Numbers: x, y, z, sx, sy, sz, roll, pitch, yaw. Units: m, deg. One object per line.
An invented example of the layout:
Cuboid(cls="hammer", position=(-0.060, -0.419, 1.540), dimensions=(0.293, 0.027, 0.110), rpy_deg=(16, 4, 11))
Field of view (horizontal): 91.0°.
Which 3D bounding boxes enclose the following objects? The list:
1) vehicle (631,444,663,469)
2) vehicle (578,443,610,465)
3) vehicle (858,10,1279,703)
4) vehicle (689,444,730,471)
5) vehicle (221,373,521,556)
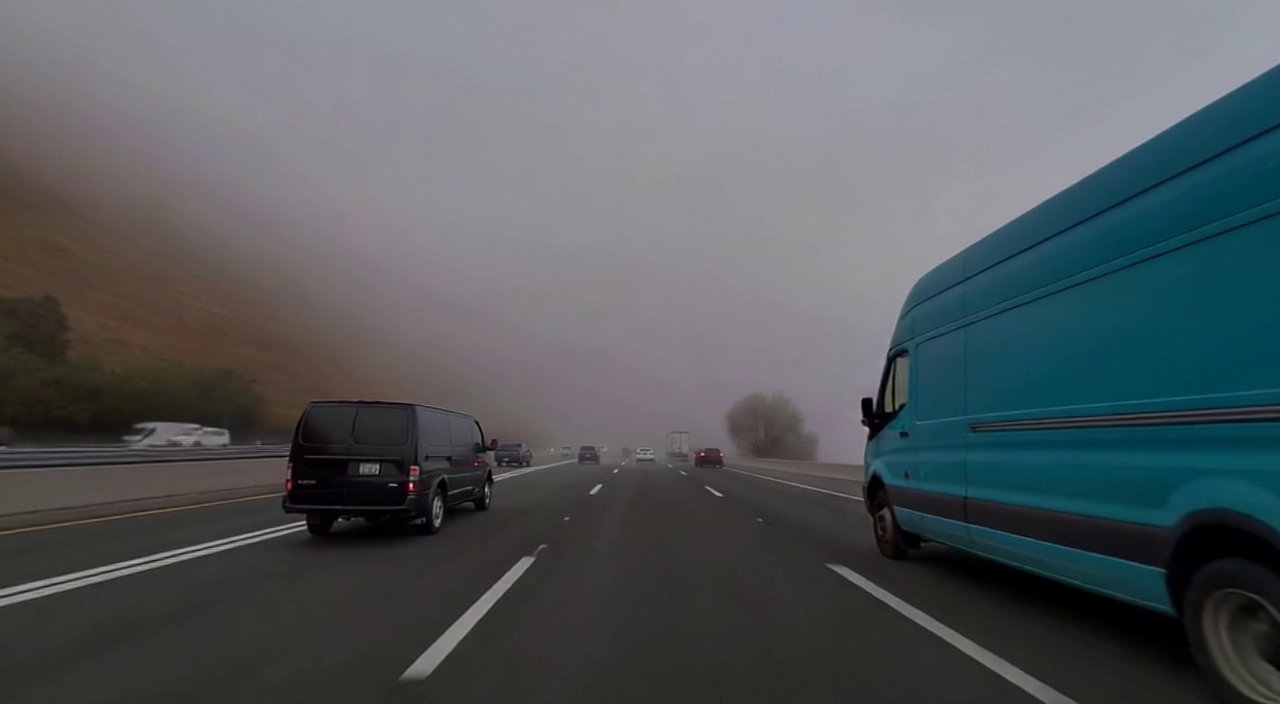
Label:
Cuboid(cls="vehicle", position=(0.453, 6.988, 42.304), dimensions=(2.014, 1.543, 3.804), rpy_deg=(0, -9, 0))
Cuboid(cls="vehicle", position=(-3.472, 7.825, 48.311), dimensions=(2.138, 1.581, 4.340), rpy_deg=(0, -9, 0))
Cuboid(cls="vehicle", position=(4.236, 0.407, 4.578), dimensions=(2.764, 3.260, 7.019), rpy_deg=(0, -9, 0))
Cuboid(cls="vehicle", position=(4.305, 6.572, 39.474), dimensions=(2.051, 1.598, 4.145), rpy_deg=(0, -9, -1))
Cuboid(cls="vehicle", position=(-3.808, 1.800, 10.593), dimensions=(2.421, 2.203, 5.775), rpy_deg=(0, -9, 1))
